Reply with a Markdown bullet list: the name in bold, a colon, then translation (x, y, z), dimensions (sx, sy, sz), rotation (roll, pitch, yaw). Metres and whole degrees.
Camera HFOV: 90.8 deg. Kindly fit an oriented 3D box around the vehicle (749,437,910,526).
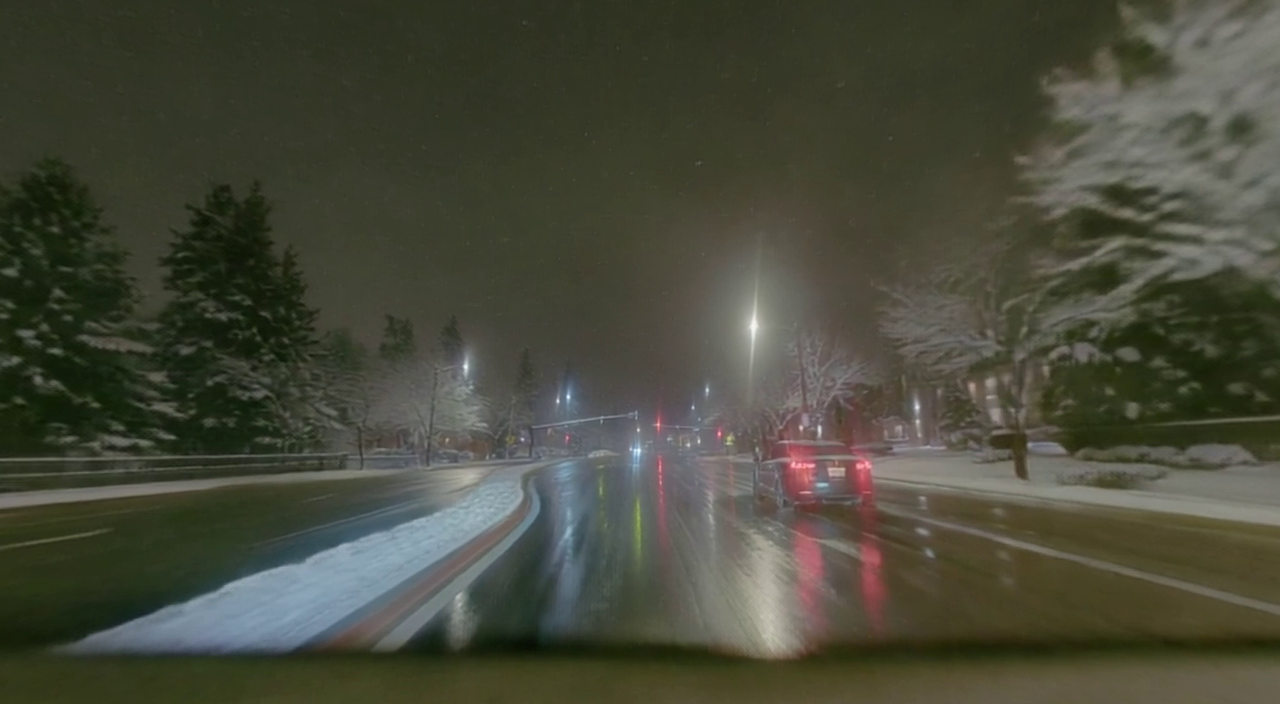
- **vehicle**: translation (3.509, 2.474, 12.600), dimensions (1.852, 1.453, 4.083), rotation (0, -9, -2)
